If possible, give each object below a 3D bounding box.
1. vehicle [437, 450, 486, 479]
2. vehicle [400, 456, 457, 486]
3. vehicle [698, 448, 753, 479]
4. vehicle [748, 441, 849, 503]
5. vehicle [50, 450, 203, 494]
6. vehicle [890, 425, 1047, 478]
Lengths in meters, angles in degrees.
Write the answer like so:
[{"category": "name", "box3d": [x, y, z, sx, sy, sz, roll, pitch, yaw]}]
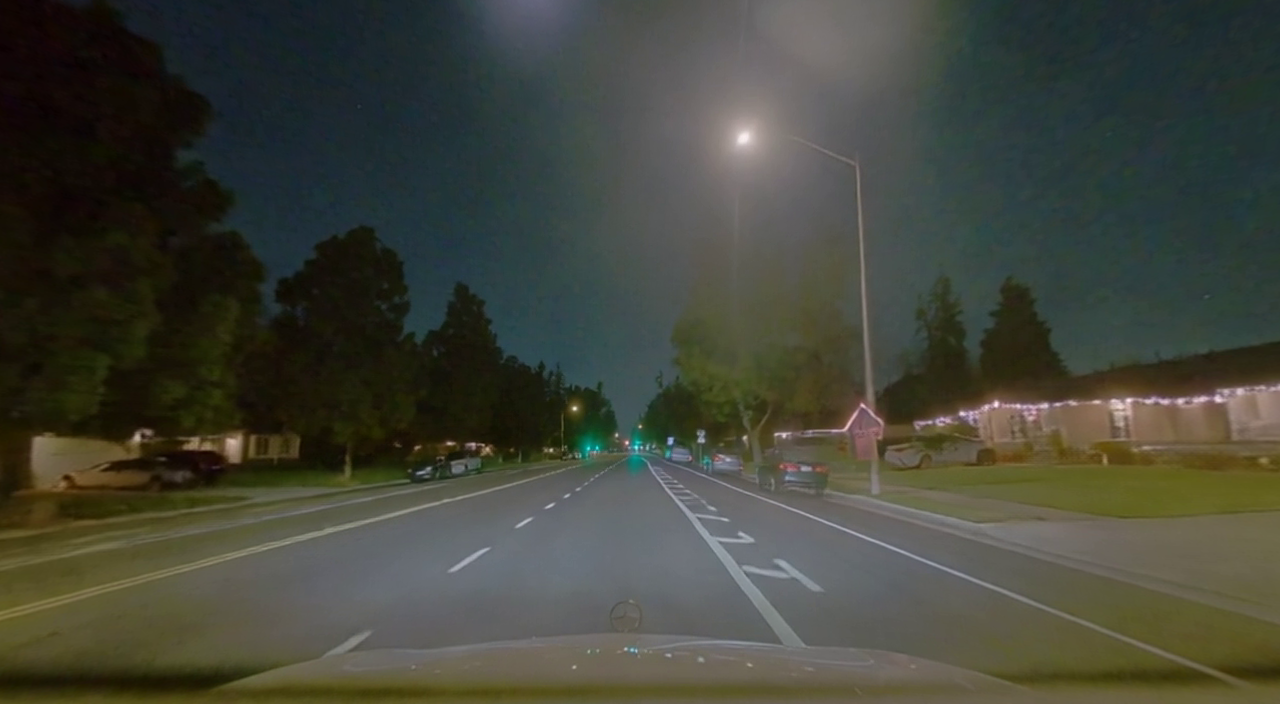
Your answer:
[{"category": "vehicle", "box3d": [-12.848, 8.132, 45.737, 2.075, 1.917, 4.984, -1, -10, 0]}, {"category": "vehicle", "box3d": [-12.876, 7.228, 38.752, 1.925, 1.498, 4.850, -4, -8, -1]}, {"category": "vehicle", "box3d": [4.485, 5.940, 33.954, 2.035, 1.498, 4.910, 0, -9, -3]}, {"category": "vehicle", "box3d": [4.665, 3.654, 19.384, 1.934, 1.546, 5.009, 2, -10, 2]}, {"category": "vehicle", "box3d": [-21.061, 4.933, 26.083, 4.534, 1.536, 1.952, 2, -8, 0]}, {"category": "vehicle", "box3d": [12.620, 3.879, 24.529, 4.850, 1.610, 1.980, -5, -10, 3]}]
